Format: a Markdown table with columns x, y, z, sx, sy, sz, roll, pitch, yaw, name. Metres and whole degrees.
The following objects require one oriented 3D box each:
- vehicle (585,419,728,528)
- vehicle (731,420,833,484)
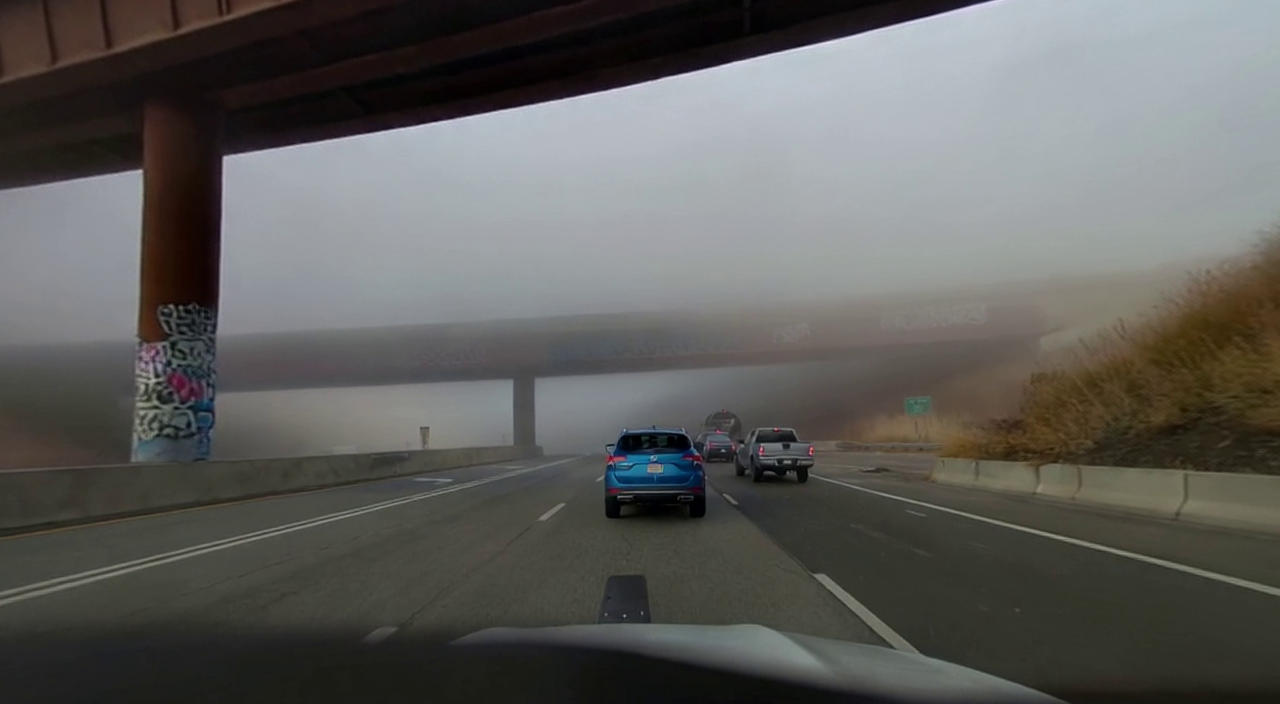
| x | y | z | sx | sy | sz | roll | pitch | yaw | name |
| --- | --- | --- | --- | --- | --- | --- | --- | --- | --- |
| 0.284 | 2.160 | 11.750 | 2.193 | 1.651 | 3.946 | 0 | -8 | 1 | vehicle |
| 4.767 | 3.485 | 22.283 | 2.311 | 1.922 | 5.977 | 0 | -8 | 1 | vehicle |
